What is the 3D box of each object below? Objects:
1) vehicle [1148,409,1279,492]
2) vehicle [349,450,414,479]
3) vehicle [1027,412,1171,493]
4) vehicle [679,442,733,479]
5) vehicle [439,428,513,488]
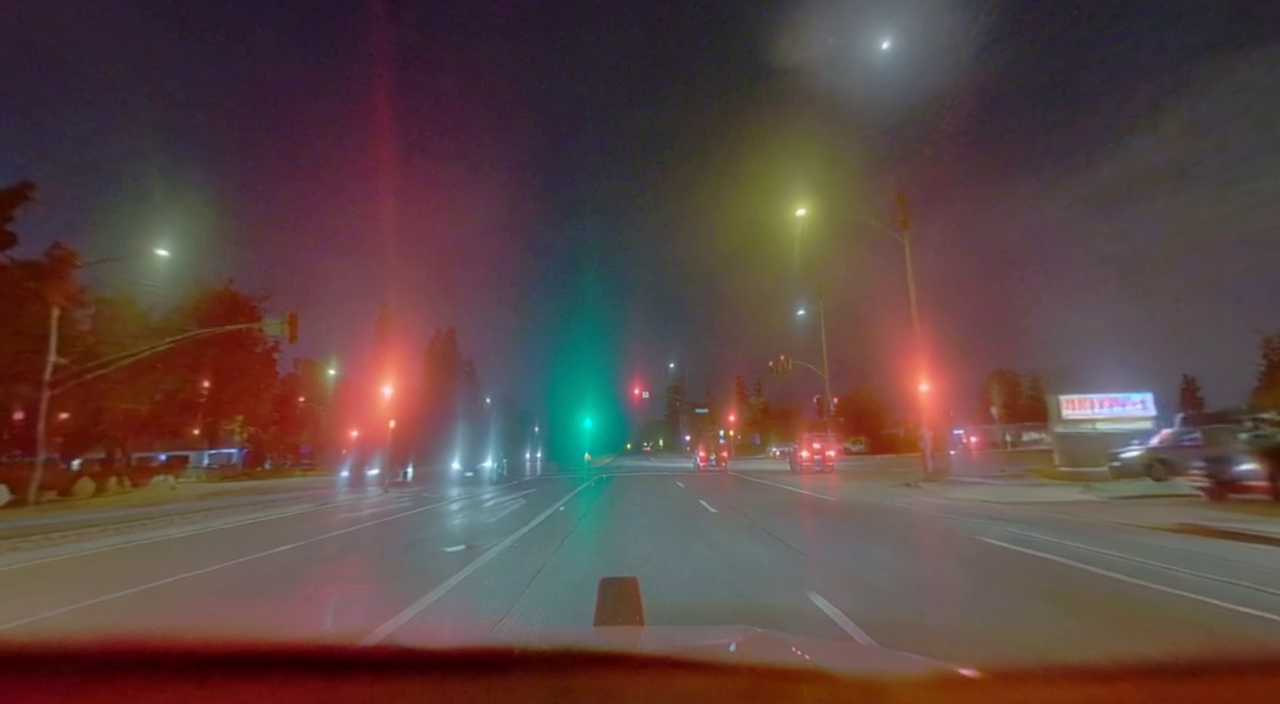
[{"bbox_3d":[14.844,2.468,16.331,2.067,1.818,4.779,-12,-12,42],"label":"vehicle"},{"bbox_3d":[-15.381,6.719,37.897,1.931,1.590,4.478,0,-9,1],"label":"vehicle"},{"bbox_3d":[13.424,2.846,18.356,5.115,1.997,2.279,6,-13,-44],"label":"vehicle"},{"bbox_3d":[3.026,5.056,29.758,1.961,1.580,4.020,0,-9,-2],"label":"vehicle"},{"bbox_3d":[-6.313,4.154,25.046,2.270,2.068,5.517,1,-9,-9],"label":"vehicle"}]
